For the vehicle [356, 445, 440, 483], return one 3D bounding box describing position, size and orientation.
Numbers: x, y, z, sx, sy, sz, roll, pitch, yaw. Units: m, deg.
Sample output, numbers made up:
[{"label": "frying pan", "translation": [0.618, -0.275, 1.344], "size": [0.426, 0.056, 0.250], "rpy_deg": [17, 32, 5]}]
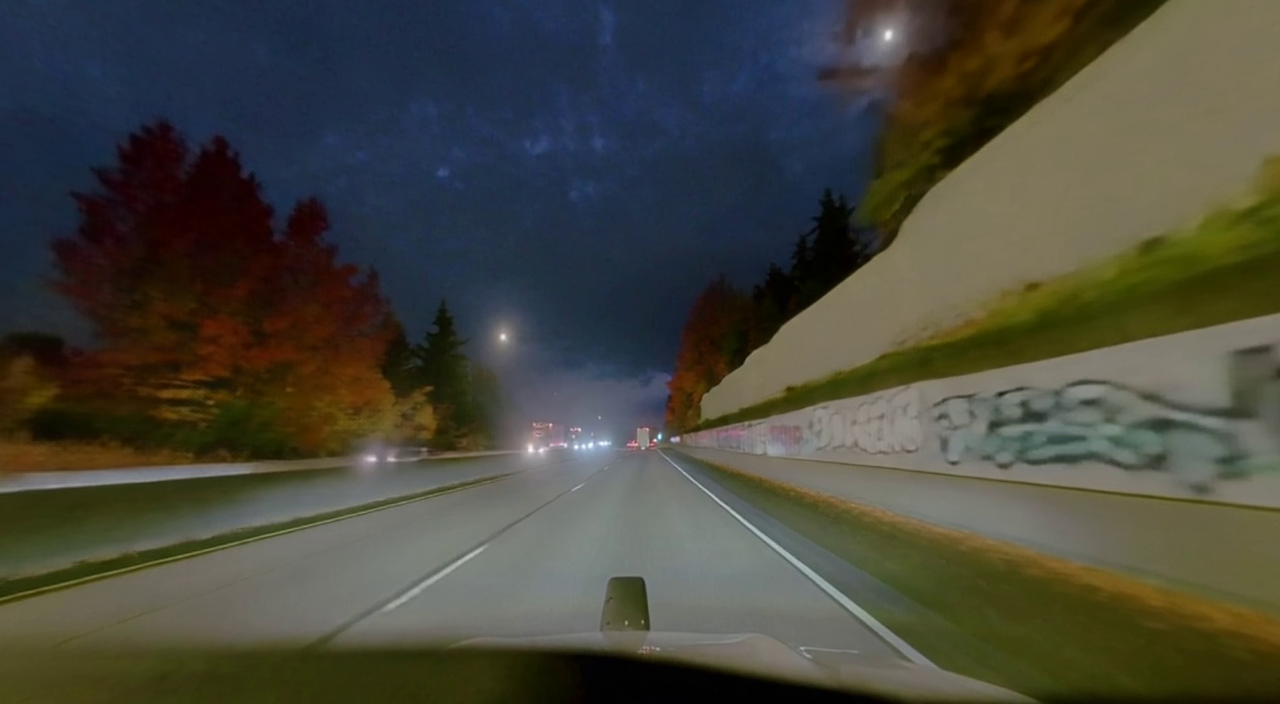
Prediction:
[{"label": "vehicle", "translation": [-10.532, 4.871, 27.755], "size": [1.863, 1.487, 4.505], "rpy_deg": [0, -8, 1]}]
